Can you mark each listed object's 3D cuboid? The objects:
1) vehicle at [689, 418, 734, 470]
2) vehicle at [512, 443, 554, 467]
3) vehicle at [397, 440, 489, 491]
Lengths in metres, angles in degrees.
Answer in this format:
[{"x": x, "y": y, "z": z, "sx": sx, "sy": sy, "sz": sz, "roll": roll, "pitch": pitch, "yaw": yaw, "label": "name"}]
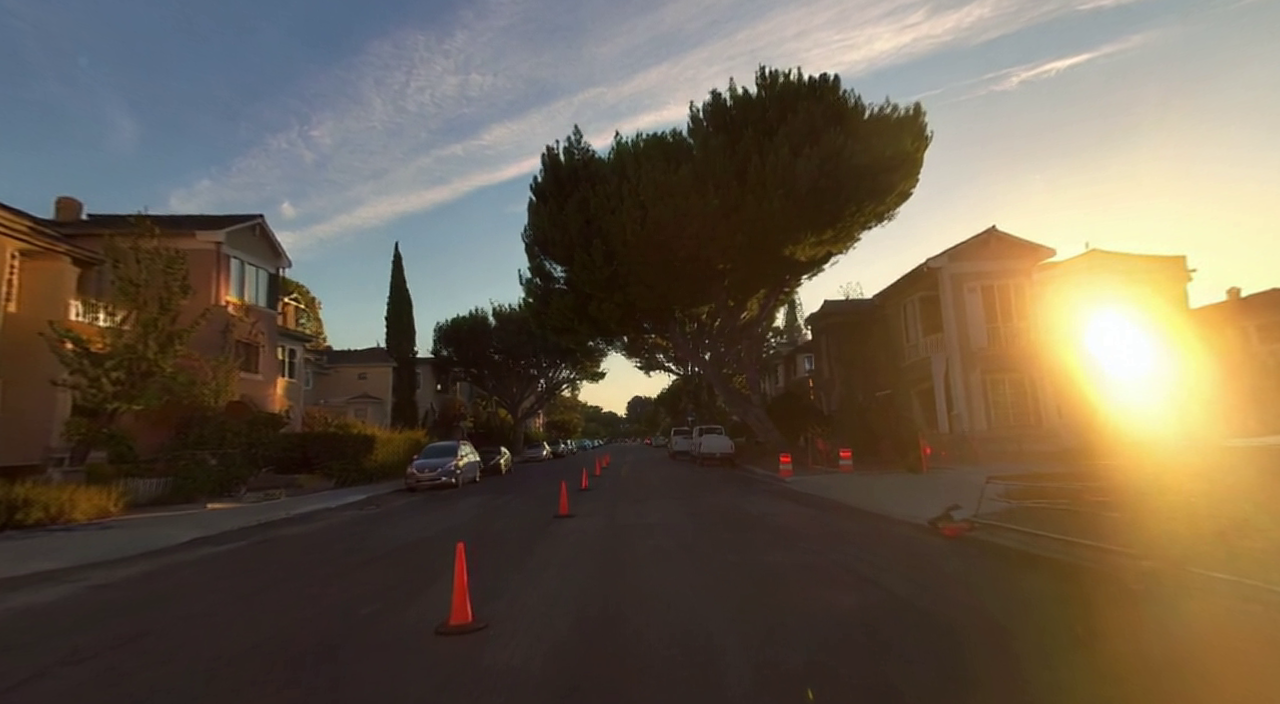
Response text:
[{"x": 3.697, "y": 4.838, "z": 33.278, "sx": 2.082, "sy": 2.534, "sz": 3.248, "roll": -2, "pitch": -8, "yaw": 3, "label": "vehicle"}, {"x": -7.017, "y": 6.830, "z": 41.896, "sx": 1.974, "sy": 1.479, "sz": 4.607, "roll": 0, "pitch": -8, "yaw": 0, "label": "vehicle"}, {"x": -6.881, "y": 3.981, "z": 22.569, "sx": 1.957, "sy": 1.608, "sz": 4.476, "roll": 0, "pitch": -8, "yaw": -1, "label": "vehicle"}]
